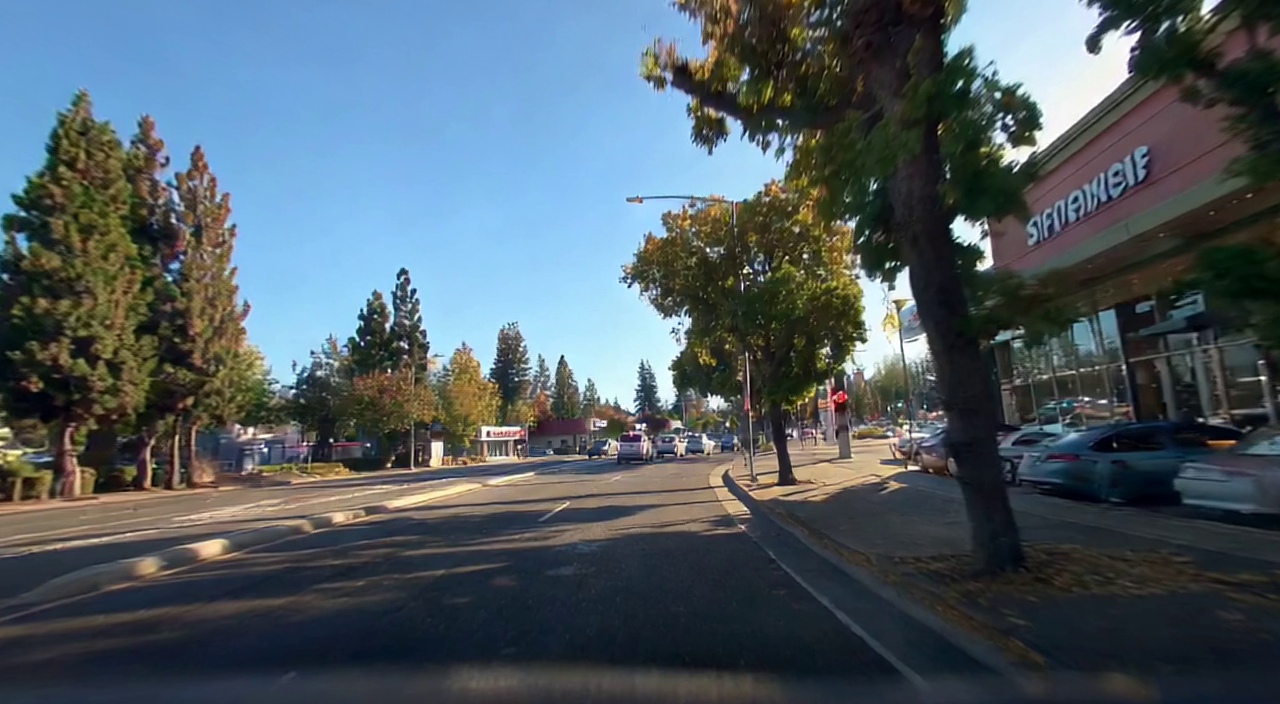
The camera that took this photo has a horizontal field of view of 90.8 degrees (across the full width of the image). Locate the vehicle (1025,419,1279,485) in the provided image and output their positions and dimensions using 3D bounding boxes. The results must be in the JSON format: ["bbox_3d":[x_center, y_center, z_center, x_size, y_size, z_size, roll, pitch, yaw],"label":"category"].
[{"bbox_3d":[12.176,2.395,15.193,4.423,1.455,2.034,0,-8,2],"label":"vehicle"}]

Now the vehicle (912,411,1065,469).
[{"bbox_3d":[12.991,3.313,23.790,4.408,1.682,2.040,-6,-9,3],"label":"vehicle"}]

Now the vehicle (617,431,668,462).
[{"bbox_3d":[0.208,5.824,39.040,2.168,1.783,4.695,-2,-9,13],"label":"vehicle"}]
